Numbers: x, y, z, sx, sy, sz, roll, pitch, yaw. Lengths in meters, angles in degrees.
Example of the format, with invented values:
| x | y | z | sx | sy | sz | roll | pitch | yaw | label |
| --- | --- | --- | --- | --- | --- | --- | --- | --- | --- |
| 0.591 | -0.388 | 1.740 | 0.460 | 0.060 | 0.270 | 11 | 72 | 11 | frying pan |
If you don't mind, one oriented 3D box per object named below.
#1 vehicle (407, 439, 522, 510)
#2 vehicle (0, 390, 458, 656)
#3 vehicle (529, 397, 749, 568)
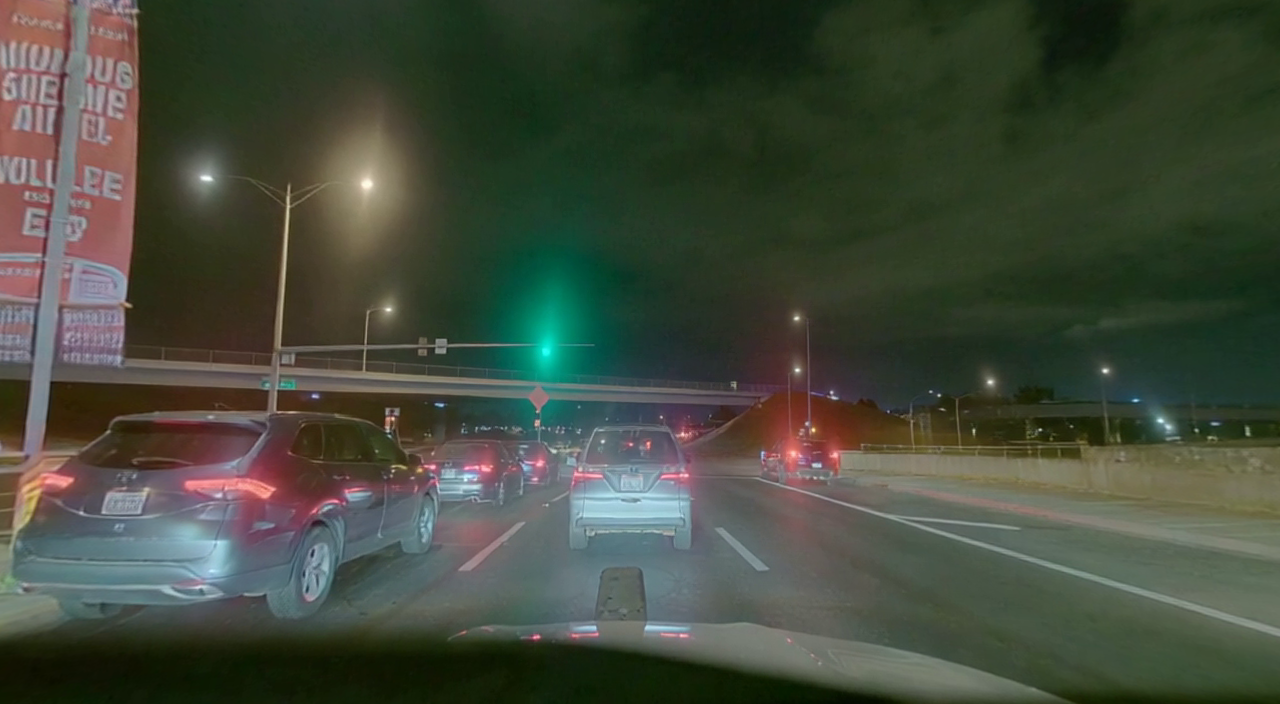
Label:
| x | y | z | sx | sy | sz | roll | pitch | yaw | label |
| --- | --- | --- | --- | --- | --- | --- | --- | --- | --- |
| -4.149 | 2.927 | 15.437 | 1.797 | 1.505 | 3.506 | 0 | -9 | 0 | vehicle |
| -3.499 | 1.426 | 6.277 | 2.039 | 1.709 | 4.265 | 0 | -8 | 0 | vehicle |
| -0.091 | 1.759 | 9.203 | 2.409 | 1.864 | 4.471 | 0 | -8 | -2 | vehicle |
